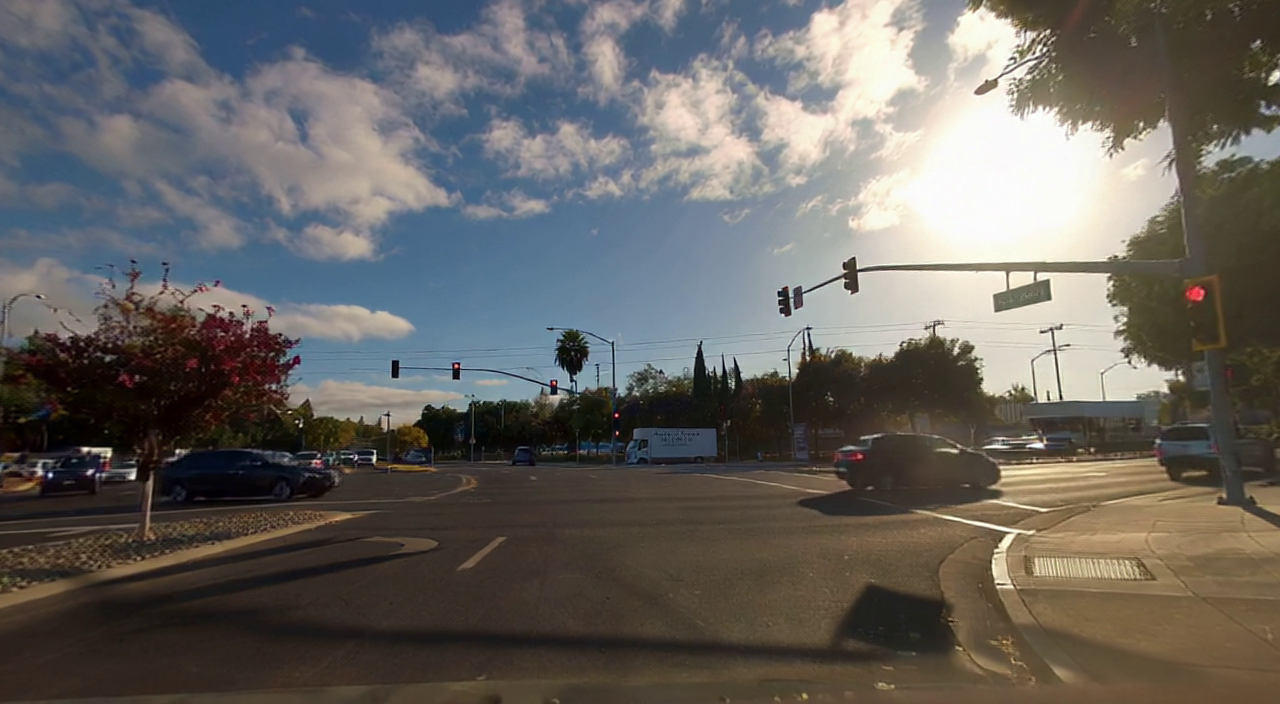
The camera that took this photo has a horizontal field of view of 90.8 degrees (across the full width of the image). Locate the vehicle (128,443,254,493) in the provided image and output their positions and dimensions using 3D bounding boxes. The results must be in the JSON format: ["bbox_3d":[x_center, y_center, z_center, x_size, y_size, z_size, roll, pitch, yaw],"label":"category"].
[{"bbox_3d":[-19.554,5.021,27.961,2.358,1.937,5.896,2,-9,-13],"label":"vehicle"}]

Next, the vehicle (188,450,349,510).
[{"bbox_3d":[-10.527,3.505,17.805,4.728,1.471,1.957,-6,-10,34],"label":"vehicle"}]

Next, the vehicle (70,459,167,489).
[{"bbox_3d":[-28.415,6.623,34.636,1.965,1.448,4.553,1,-9,-9],"label":"vehicle"}]

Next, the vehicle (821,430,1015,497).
[{"bbox_3d":[7.230,2.889,16.641,4.281,1.621,1.903,1,-9,-12],"label":"vehicle"}]

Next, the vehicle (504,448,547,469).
[{"bbox_3d":[-8.470,7.874,46.997,1.989,1.496,4.211,-1,-9,7],"label":"vehicle"}]

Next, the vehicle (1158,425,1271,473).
[{"bbox_3d":[22.974,3.856,25.239,4.619,1.759,2.101,5,-10,-33],"label":"vehicle"}]

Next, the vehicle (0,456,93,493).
[{"bbox_3d":[-31.191,6.263,32.643,2.142,1.723,4.692,1,-9,-9],"label":"vehicle"}]
